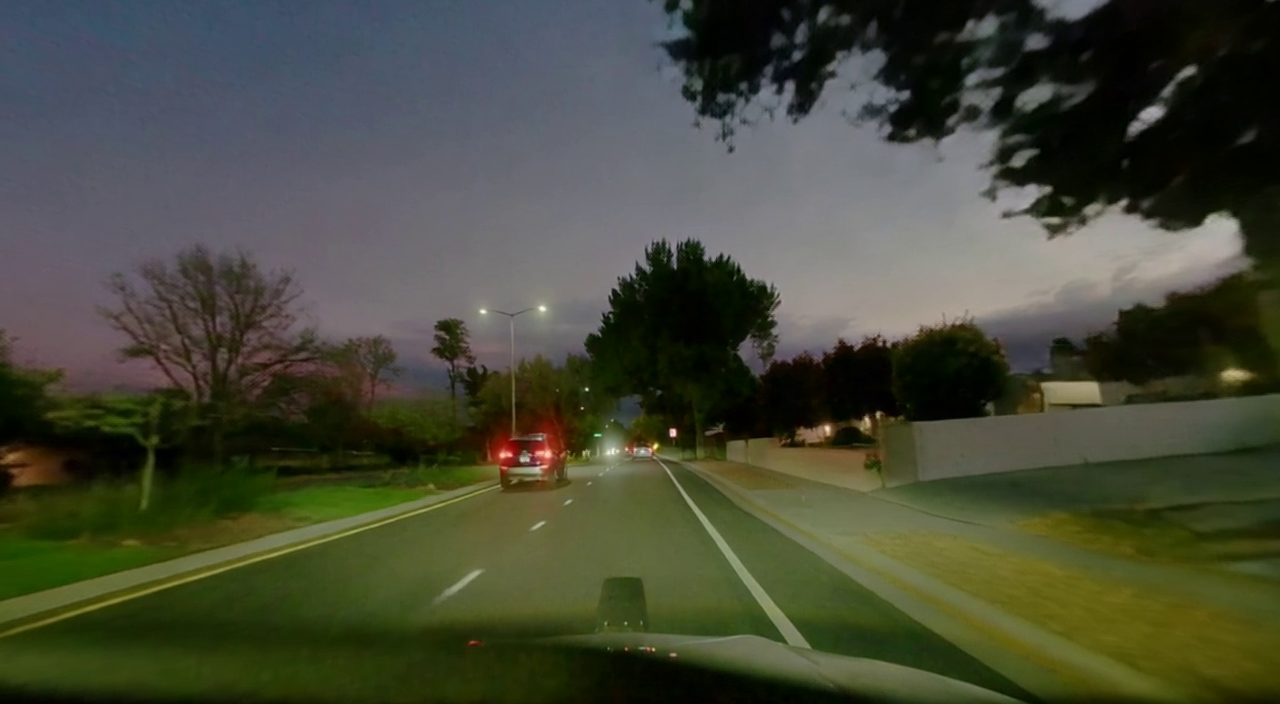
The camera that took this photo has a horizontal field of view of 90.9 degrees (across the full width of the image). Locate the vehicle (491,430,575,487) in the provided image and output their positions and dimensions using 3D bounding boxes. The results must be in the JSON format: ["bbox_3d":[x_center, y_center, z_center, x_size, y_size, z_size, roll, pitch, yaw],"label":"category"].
[{"bbox_3d":[-3.579,3.659,22.013,2.073,1.770,4.302,0,-9,1],"label":"vehicle"}]
